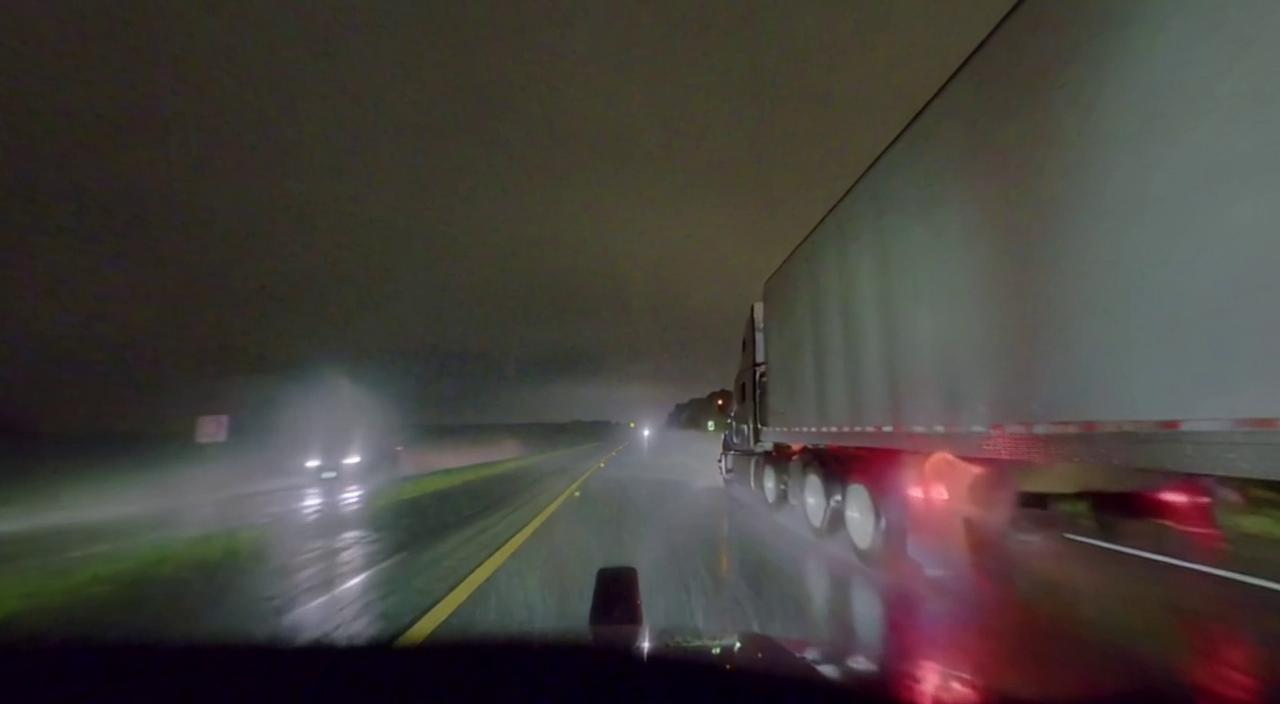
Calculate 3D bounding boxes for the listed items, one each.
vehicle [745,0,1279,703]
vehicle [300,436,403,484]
[{"bbox_3d":[3.737,0.398,7.660,3.023,3.885,10.073,0,-8,-1],"label":"vehicle"},{"bbox_3d":[-11.069,4.136,24.491,1.915,1.668,4.330,0,-8,1],"label":"vehicle"}]
